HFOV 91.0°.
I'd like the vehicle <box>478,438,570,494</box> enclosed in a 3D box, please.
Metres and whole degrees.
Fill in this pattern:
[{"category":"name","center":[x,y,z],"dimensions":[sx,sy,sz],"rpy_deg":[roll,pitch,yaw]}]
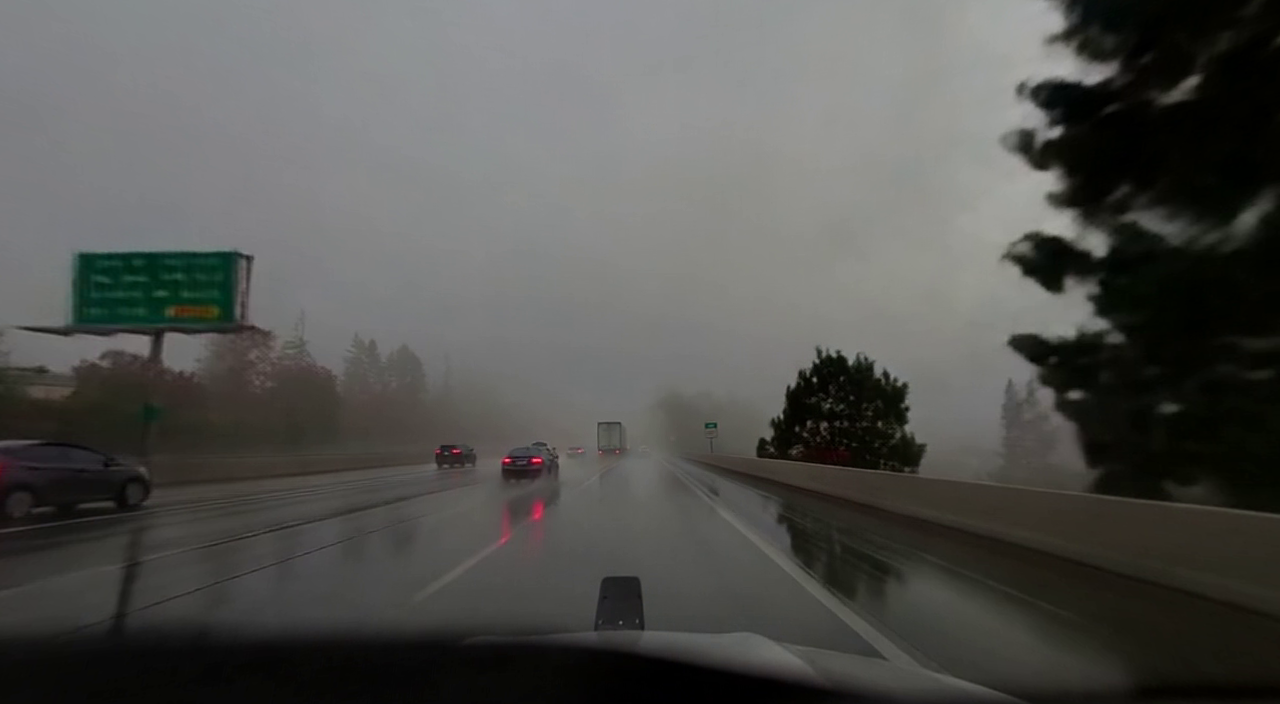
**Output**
[{"category":"vehicle","center":[-3.452,3.469,19.590],"dimensions":[1.931,1.528,4.126],"rpy_deg":[0,-8,2]}]

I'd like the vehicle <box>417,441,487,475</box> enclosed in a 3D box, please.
[{"category":"vehicle","center":[-9.084,5.140,30.871],"dimensions":[2.036,1.506,4.358],"rpy_deg":[0,-8,1]}]

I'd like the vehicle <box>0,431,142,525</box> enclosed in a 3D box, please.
[{"category":"vehicle","center":[-11.125,2.025,10.232],"dimensions":[1.920,1.476,4.973],"rpy_deg":[0,-8,1]}]
